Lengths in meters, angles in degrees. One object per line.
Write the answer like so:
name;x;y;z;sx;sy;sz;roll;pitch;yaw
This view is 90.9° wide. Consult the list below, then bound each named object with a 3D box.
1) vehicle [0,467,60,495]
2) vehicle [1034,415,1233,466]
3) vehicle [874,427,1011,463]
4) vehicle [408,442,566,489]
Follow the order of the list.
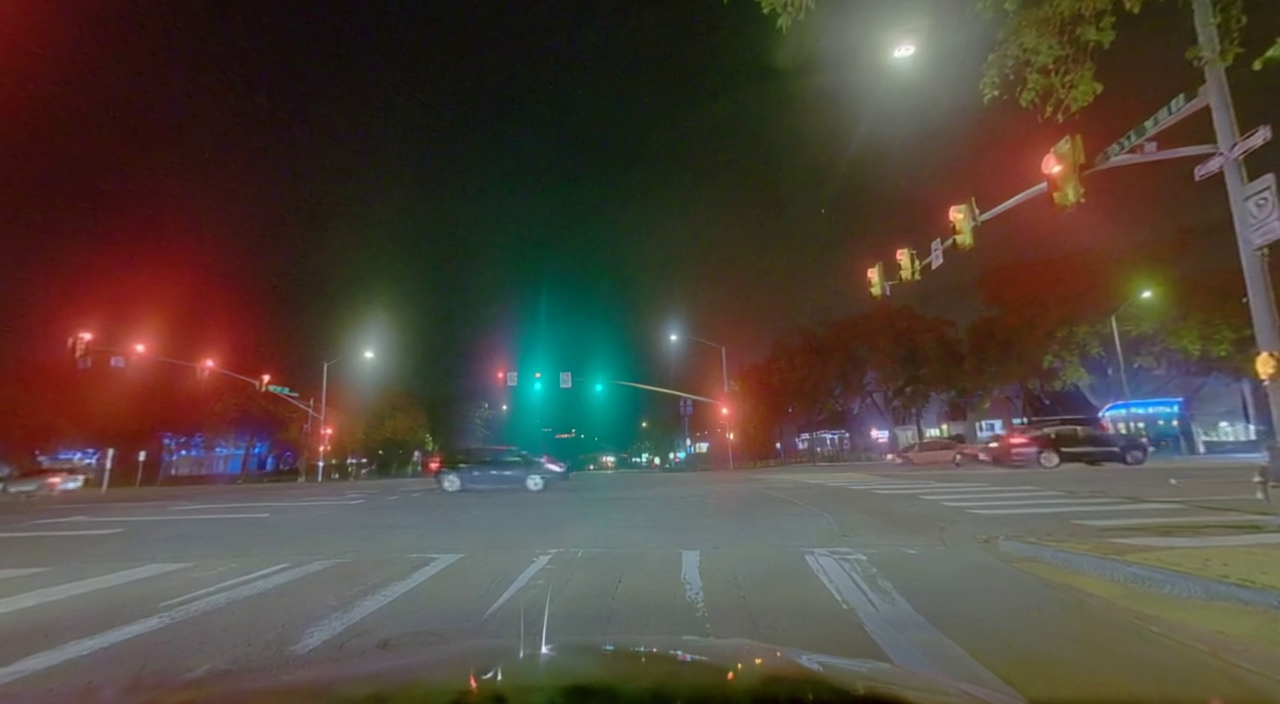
vehicle;-39.508;8.083;39.629;4.397;1.582;1.820;-1;-9;6
vehicle;14.989;2.743;19.384;4.360;1.460;1.834;-1;-9;7
vehicle;12.915;4.021;27.201;4.906;1.485;1.857;-1;-9;6
vehicle;-4.948;3.703;20.727;4.650;1.448;1.892;-1;-9;7
